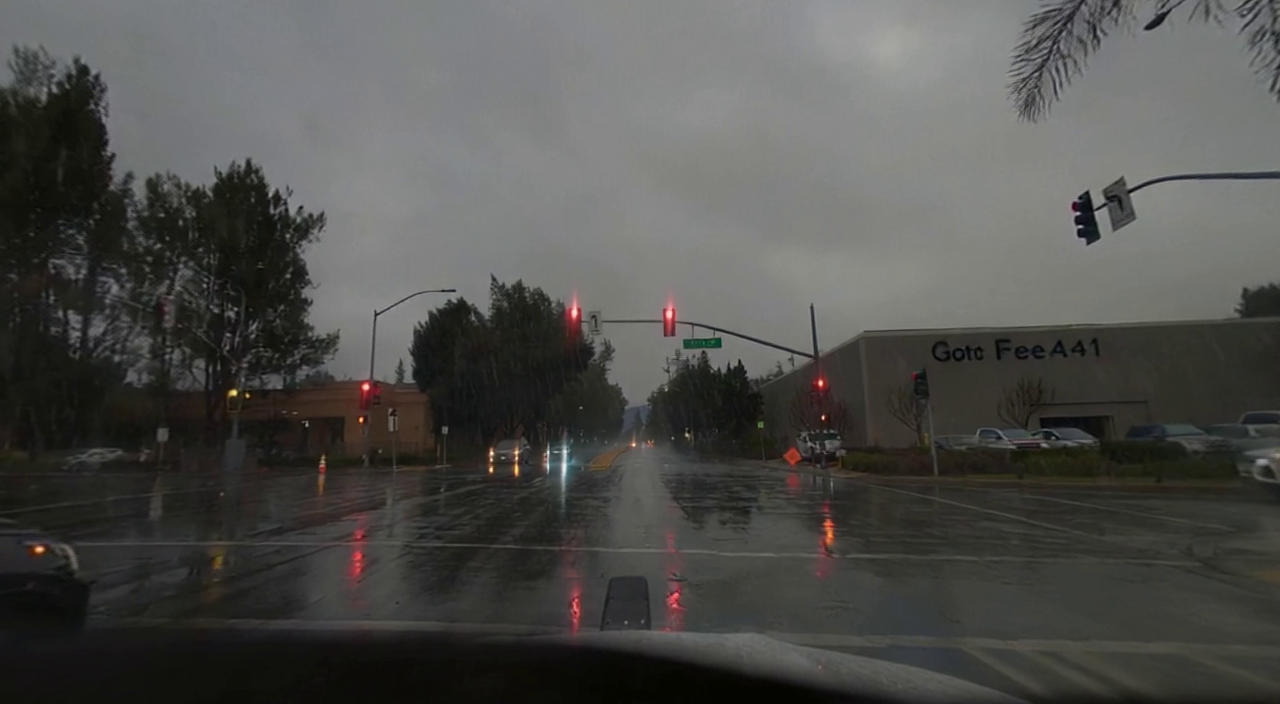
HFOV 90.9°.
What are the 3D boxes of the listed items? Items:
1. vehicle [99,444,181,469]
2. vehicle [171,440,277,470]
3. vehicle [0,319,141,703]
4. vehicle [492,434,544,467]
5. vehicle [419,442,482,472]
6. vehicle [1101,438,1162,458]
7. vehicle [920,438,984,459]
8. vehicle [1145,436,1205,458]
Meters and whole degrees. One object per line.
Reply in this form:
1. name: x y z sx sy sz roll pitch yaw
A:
1. vehicle: -38.665 8.066 48.826 4.516 1.834 2.016 0 -8 -1
2. vehicle: -24.545 6.070 37.315 4.844 1.690 2.028 0 -8 2
3. vehicle: -3.423 0.519 0.692 2.000 1.789 4.638 0 -8 -2
4. vehicle: -7.160 5.851 37.451 2.081 1.818 4.782 0 -8 1
5. vehicle: -10.635 5.903 35.701 2.041 1.548 4.868 0 -8 0
6. vehicle: 38.492 7.544 49.500 1.837 1.514 4.786 -2 -9 13
7. vehicle: 21.472 6.646 43.376 3.576 1.425 1.702 2 -9 -12
8. vehicle: 41.213 7.366 48.696 1.767 1.456 4.191 -5 -12 15
